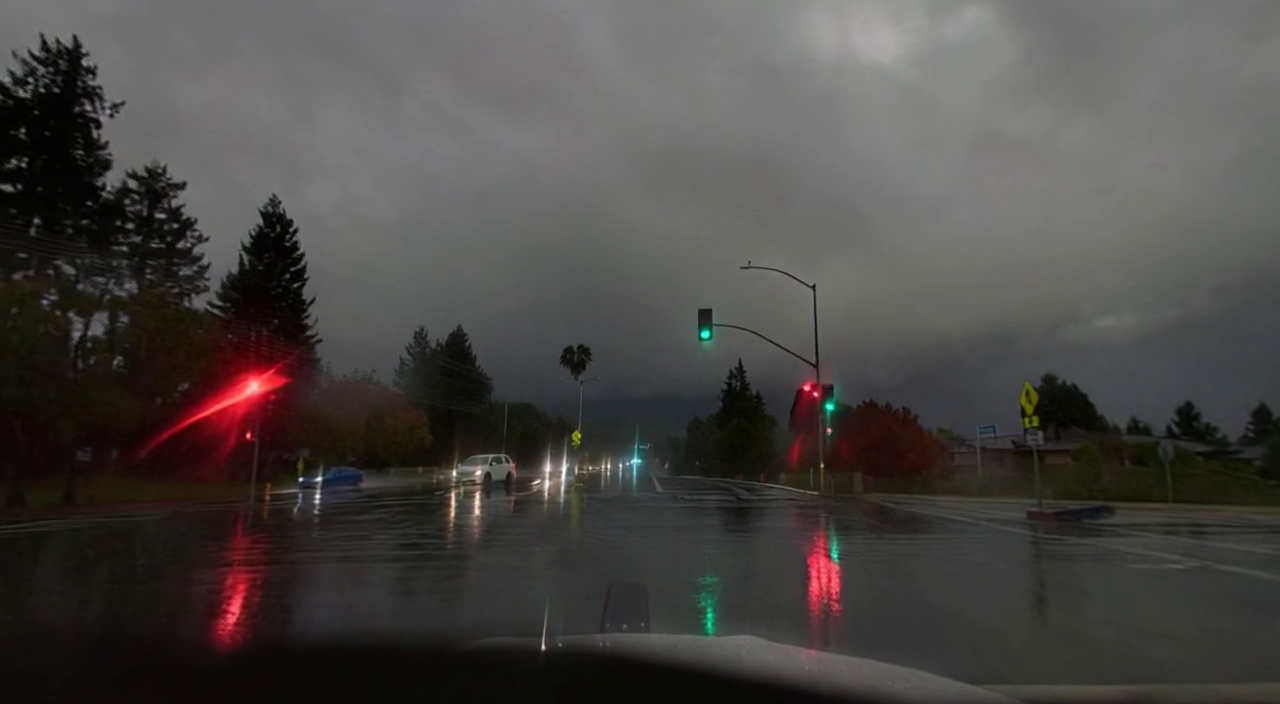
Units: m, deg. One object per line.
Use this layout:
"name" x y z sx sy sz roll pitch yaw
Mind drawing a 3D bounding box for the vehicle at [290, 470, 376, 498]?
"vehicle" -19.621 8.441 40.478 2.029 1.500 4.491 -5 -10 30

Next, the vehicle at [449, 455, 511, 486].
"vehicle" -8.039 5.978 32.079 1.960 1.433 4.213 0 -8 1

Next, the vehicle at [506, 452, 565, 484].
"vehicle" -5.238 5.865 32.130 2.107 1.456 4.728 0 -8 1
